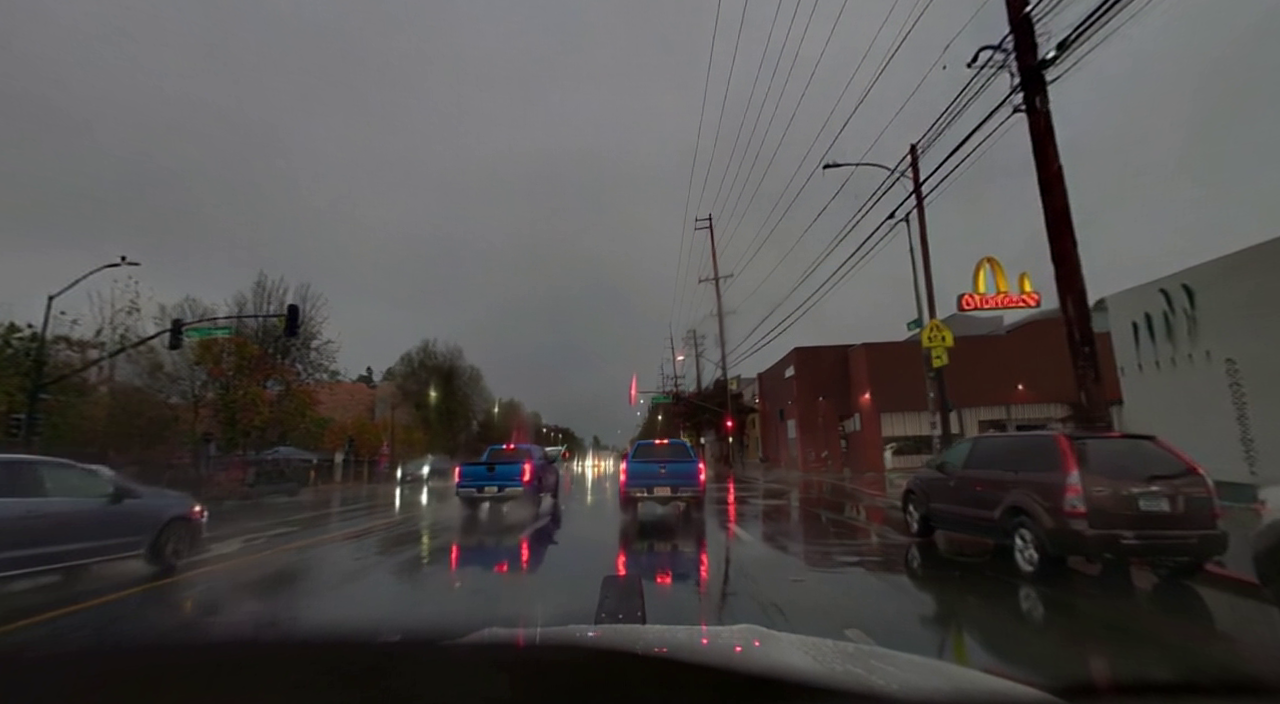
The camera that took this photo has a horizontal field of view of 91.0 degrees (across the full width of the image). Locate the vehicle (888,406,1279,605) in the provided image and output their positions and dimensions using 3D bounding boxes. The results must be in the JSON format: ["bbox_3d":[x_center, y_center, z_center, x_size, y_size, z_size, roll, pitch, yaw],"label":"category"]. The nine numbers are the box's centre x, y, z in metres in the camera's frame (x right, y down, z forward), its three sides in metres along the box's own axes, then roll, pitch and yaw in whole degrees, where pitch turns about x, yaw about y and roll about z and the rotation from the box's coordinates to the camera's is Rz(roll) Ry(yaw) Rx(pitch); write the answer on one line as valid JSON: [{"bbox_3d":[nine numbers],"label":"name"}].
[{"bbox_3d":[5.071,1.777,8.247,1.974,1.823,4.576,0,-9,3],"label":"vehicle"}]

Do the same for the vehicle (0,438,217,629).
[{"bbox_3d":[-6.250,1.534,5.480,1.994,1.551,4.414,0,-9,1],"label":"vehicle"}]

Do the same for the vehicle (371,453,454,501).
[{"bbox_3d":[-10.387,5.692,29.225,2.081,1.925,5.632,1,-9,-4],"label":"vehicle"}]

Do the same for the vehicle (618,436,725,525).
[{"bbox_3d":[0.871,2.885,14.755,2.089,1.699,4.650,-1,-9,6],"label":"vehicle"}]

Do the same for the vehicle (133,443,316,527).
[{"bbox_3d":[-11.167,3.546,17.491,2.133,1.952,4.856,1,-9,-7],"label":"vehicle"}]

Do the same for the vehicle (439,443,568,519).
[{"bbox_3d":[-3.107,3.042,15.459,1.995,1.554,4.618,0,-9,2],"label":"vehicle"}]

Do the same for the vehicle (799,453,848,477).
[{"bbox_3d":[13.313,8.203,45.987,2.075,1.556,4.585,1,-9,-1],"label":"vehicle"}]
